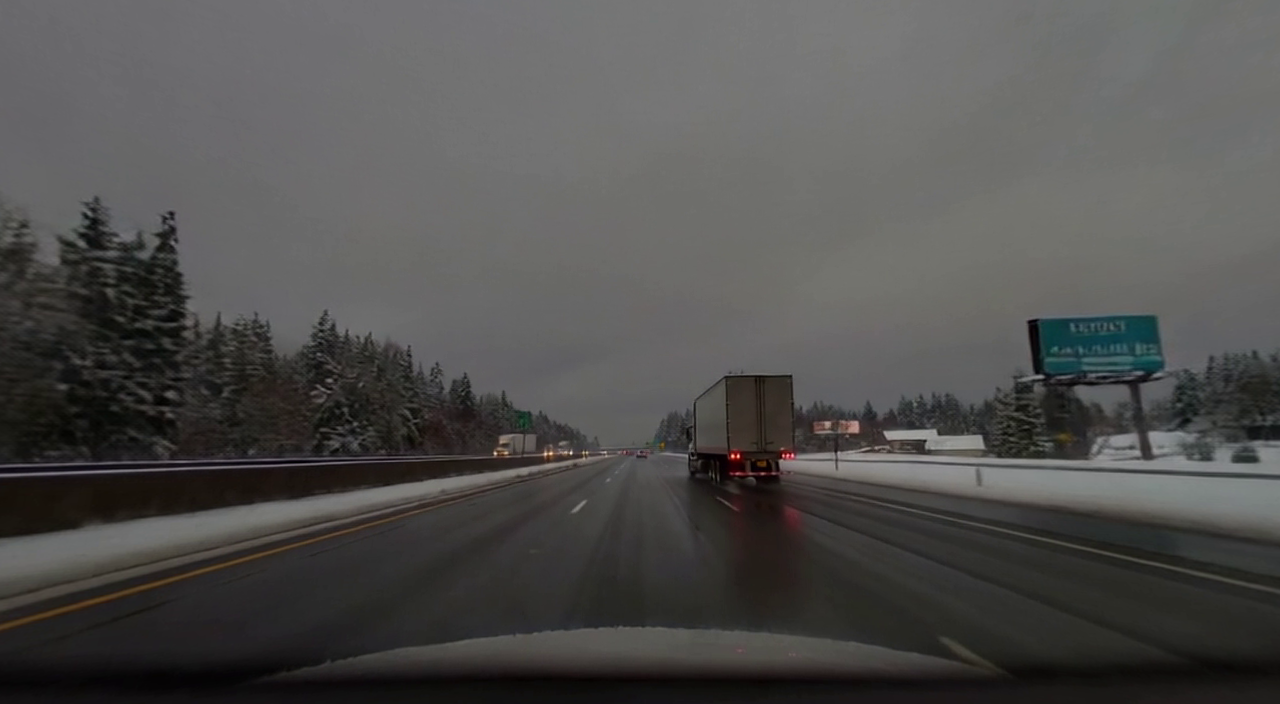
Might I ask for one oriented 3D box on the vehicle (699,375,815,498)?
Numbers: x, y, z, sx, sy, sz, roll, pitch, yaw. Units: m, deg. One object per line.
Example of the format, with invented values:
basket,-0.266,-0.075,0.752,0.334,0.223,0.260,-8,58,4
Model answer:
vehicle,4.657,3.860,28.276,3.058,4.312,12.251,0,-9,1
